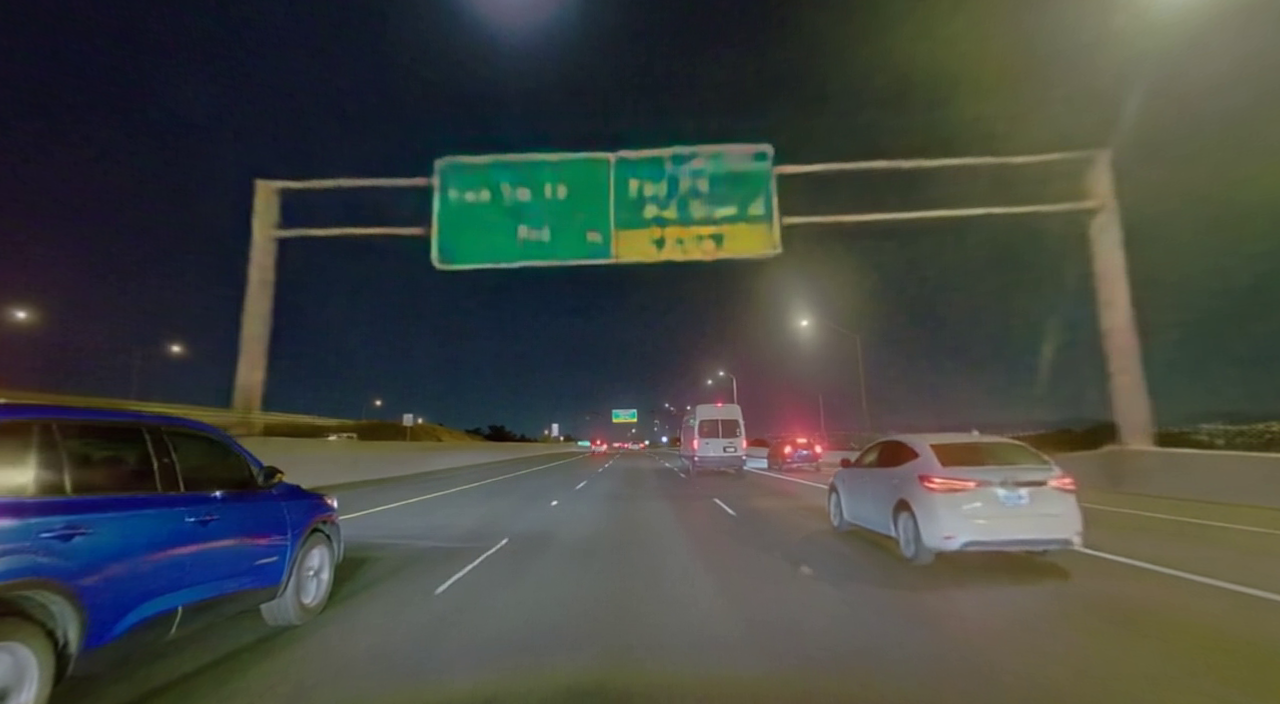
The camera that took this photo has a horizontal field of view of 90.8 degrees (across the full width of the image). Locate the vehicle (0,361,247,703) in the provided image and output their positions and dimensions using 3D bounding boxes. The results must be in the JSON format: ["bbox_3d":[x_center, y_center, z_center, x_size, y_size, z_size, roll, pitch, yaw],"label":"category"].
[{"bbox_3d":[-3.899,0.817,2.473,2.000,1.646,4.201,0,-8,0],"label":"vehicle"}]

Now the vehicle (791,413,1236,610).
[{"bbox_3d":[3.525,1.611,7.503,2.108,1.509,5.059,0,-8,-1],"label":"vehicle"}]

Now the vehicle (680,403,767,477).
[{"bbox_3d":[3.272,3.742,26.688,2.629,2.718,6.740,0,-8,-1],"label":"vehicle"}]
